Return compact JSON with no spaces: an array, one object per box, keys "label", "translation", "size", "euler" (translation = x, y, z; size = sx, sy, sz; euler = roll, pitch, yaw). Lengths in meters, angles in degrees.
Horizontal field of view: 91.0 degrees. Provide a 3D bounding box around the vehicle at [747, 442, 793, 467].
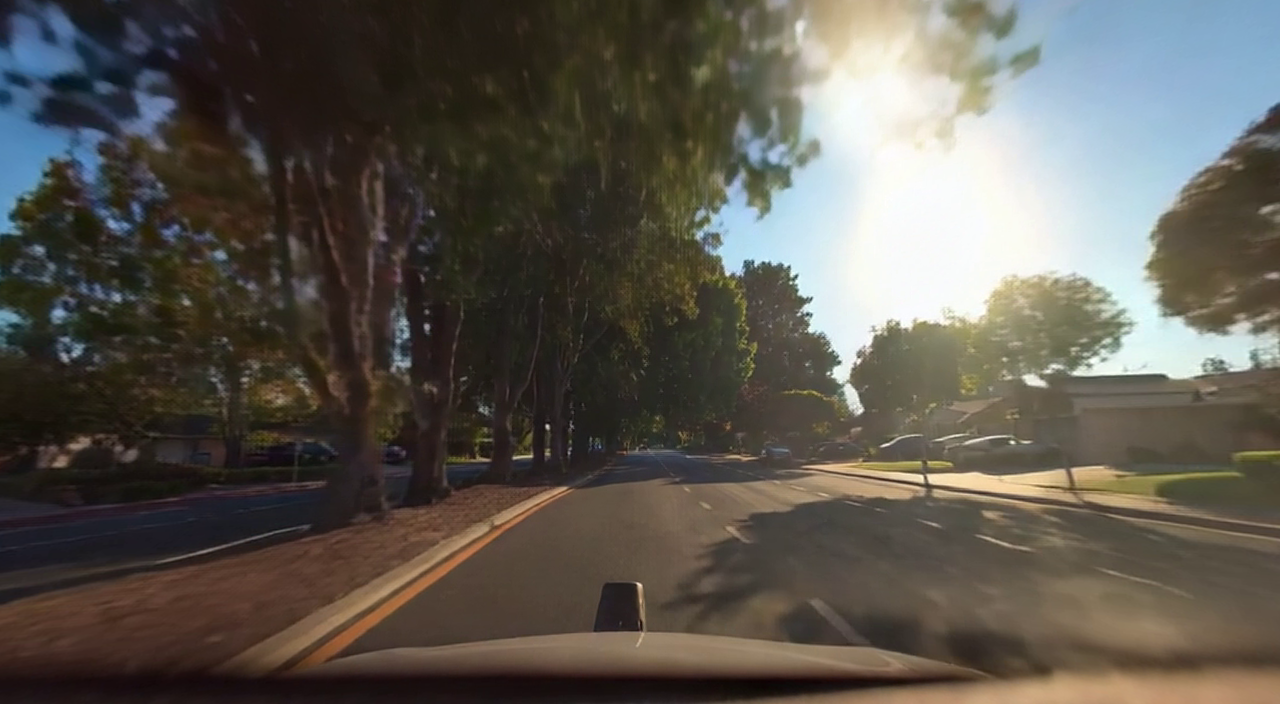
[{"label":"vehicle","translation":[8.456,6.691,41.370],"size":[1.940,1.516,4.319],"euler":[0,-9,-3]}]
